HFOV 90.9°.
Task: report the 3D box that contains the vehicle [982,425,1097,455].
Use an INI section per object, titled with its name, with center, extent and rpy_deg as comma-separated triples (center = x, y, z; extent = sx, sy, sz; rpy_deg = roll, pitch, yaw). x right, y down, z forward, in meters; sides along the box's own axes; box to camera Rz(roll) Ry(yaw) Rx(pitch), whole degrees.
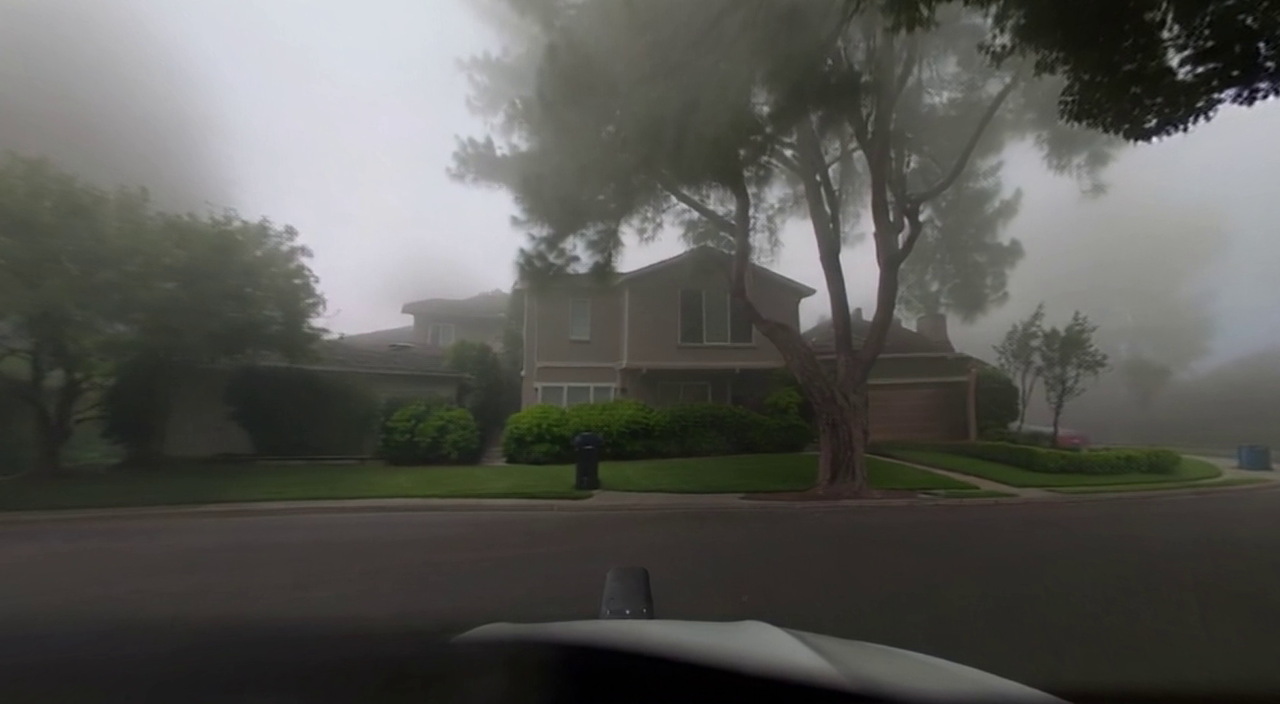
[vehicle]
center = 21.588, 4.783, 34.146
extent = 5.089, 1.517, 1.791
rpy_deg = 1, -8, -5
